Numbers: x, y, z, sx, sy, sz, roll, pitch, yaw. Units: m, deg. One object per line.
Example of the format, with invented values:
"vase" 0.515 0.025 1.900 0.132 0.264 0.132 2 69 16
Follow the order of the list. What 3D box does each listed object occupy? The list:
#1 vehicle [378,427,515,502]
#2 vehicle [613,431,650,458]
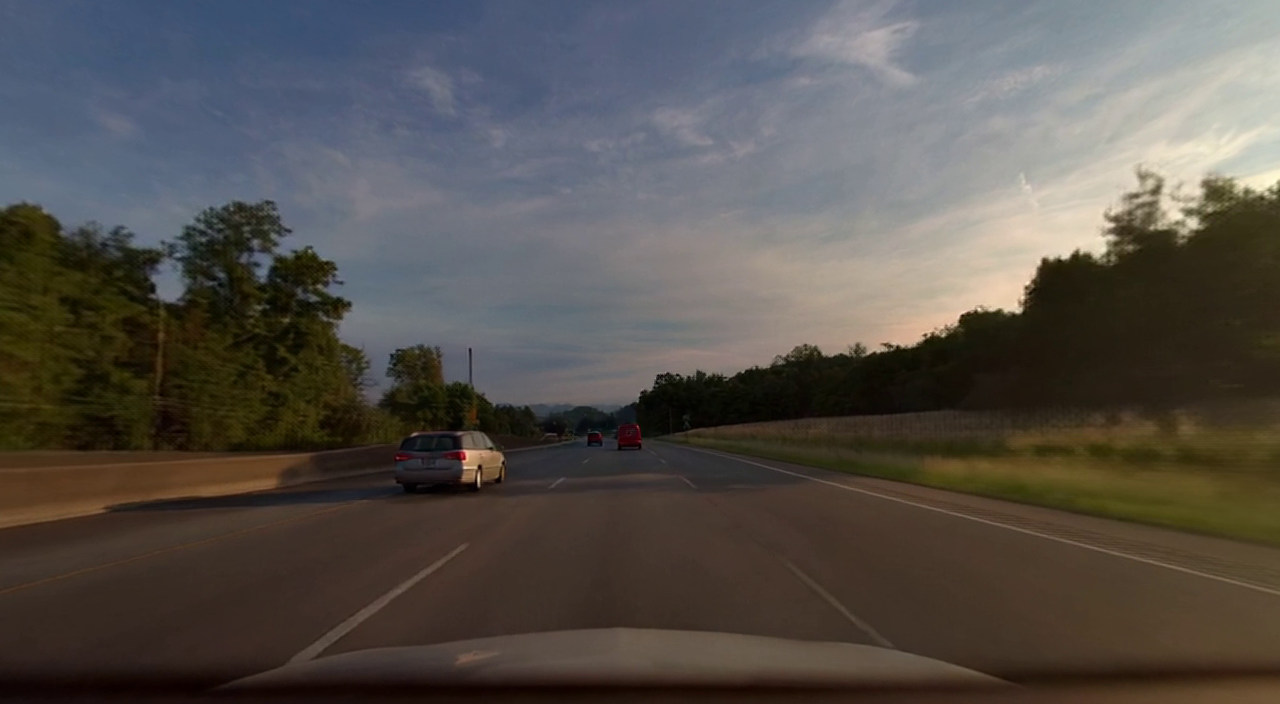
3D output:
"vehicle" -4.310 2.551 14.784 1.931 1.483 4.105 0 -8 0
"vehicle" -0.545 5.806 39.622 2.162 1.616 4.242 0 -8 -1
